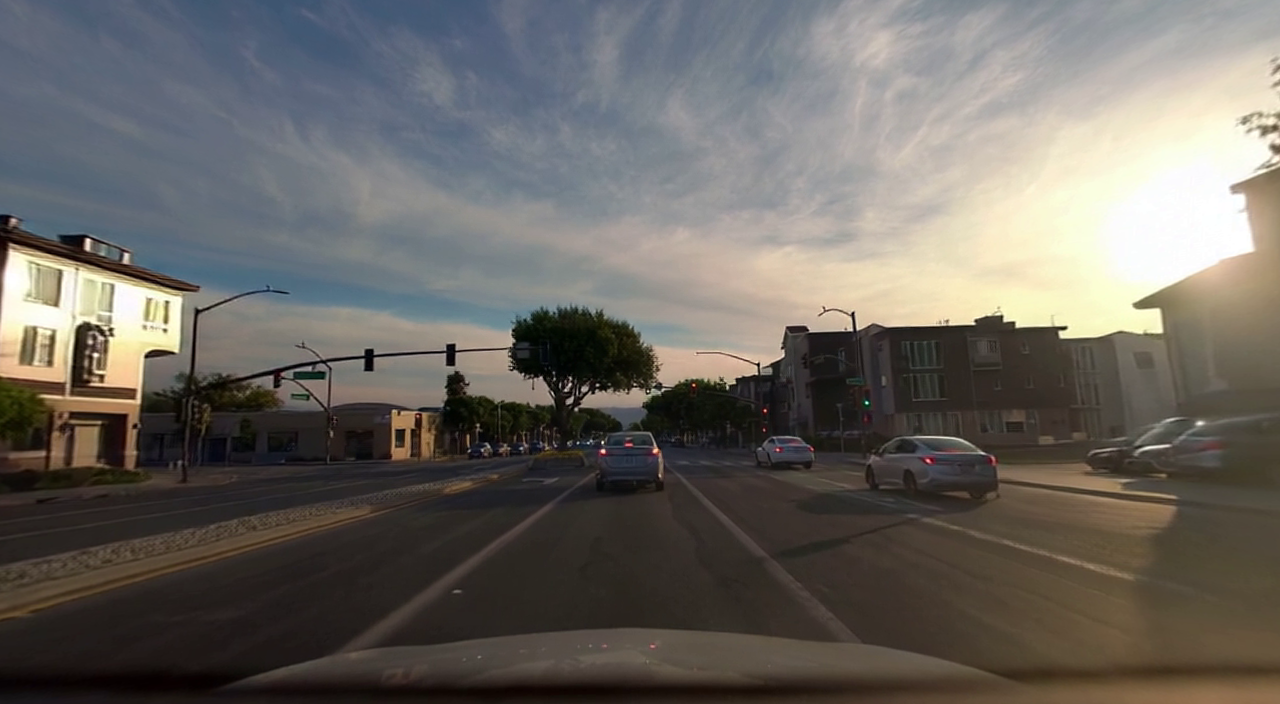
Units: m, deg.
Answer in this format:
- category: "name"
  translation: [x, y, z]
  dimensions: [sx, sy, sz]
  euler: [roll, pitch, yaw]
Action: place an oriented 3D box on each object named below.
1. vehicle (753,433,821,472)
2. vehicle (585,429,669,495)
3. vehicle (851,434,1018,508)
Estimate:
- category: "vehicle"
  translation: [6.515, 4.495, 28.445]
  dimensions: [1.963, 1.611, 4.359]
  euler: [0, -9, -1]
- category: "vehicle"
  translation: [-0.304, 2.963, 17.346]
  dimensions: [2.032, 1.593, 3.896]
  euler: [0, -9, 0]
- category: "vehicle"
  translation: [6.449, 2.640, 14.438]
  dimensions: [1.768, 1.417, 4.213]
  euler: [0, -9, 0]
